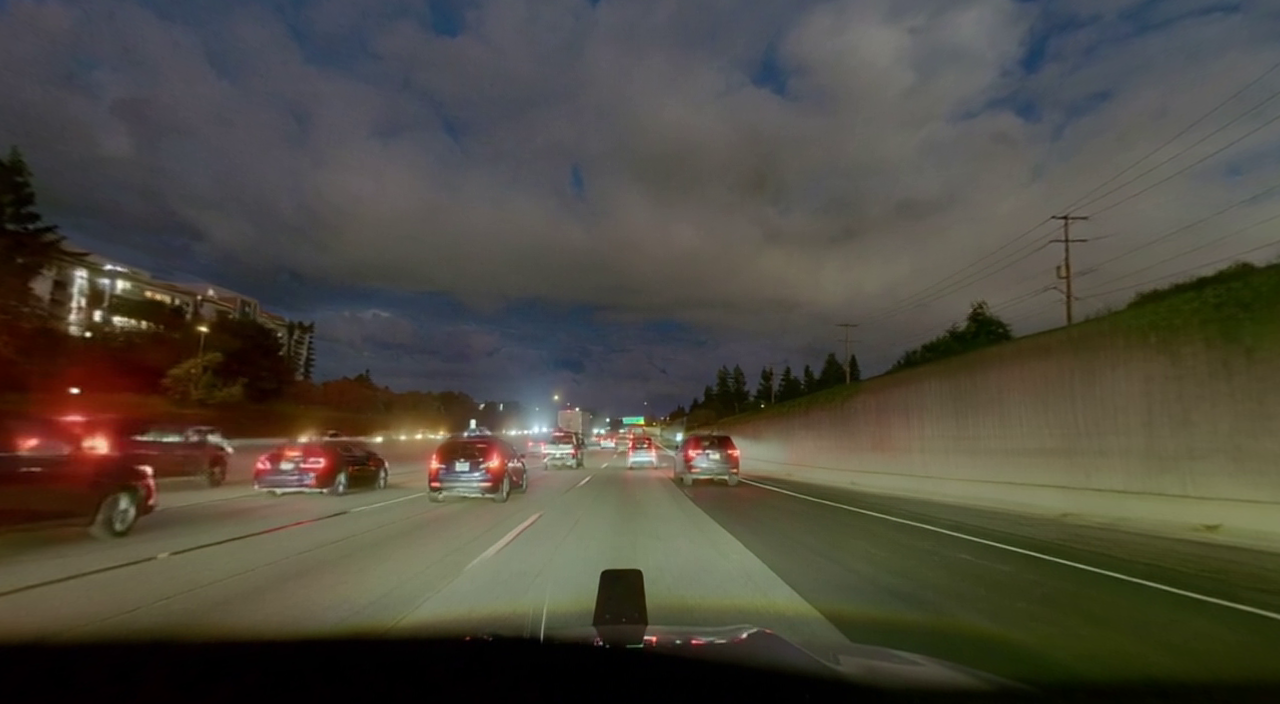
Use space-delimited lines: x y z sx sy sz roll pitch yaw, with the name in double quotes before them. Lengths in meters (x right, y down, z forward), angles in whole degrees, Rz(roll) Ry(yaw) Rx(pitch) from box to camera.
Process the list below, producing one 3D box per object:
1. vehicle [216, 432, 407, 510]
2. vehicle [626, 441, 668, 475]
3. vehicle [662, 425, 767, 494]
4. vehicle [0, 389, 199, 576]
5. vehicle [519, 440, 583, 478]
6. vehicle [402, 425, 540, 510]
"vehicle" -7.391 2.704 14.893 1.985 1.529 4.710 0 -8 0
"vehicle" 0.337 5.544 33.258 2.092 1.671 3.889 0 -8 -1
"vehicle" 2.417 3.748 22.485 2.793 2.132 5.682 0 -8 -3
"vehicle" -7.407 1.337 6.558 2.222 1.825 4.640 0 -8 1
"vehicle" -3.798 4.658 27.822 2.049 1.530 4.707 0 -8 1
"vehicle" -3.800 2.692 15.151 2.026 1.719 4.490 0 -8 1
